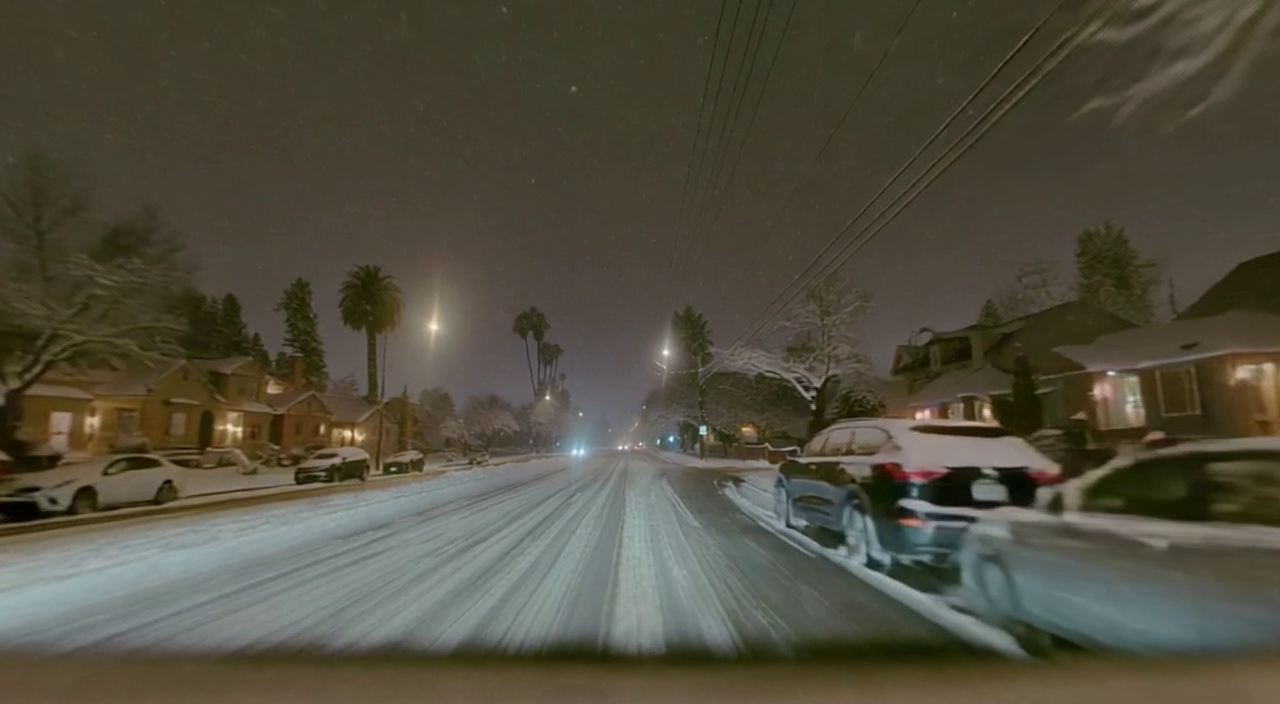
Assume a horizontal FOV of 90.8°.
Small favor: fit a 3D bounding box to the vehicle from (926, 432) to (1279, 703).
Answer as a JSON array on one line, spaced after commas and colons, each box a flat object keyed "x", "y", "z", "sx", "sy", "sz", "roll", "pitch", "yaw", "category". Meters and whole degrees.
[{"x": 3.530, "y": 1.127, "z": 3.131, "sx": 1.911, "sy": 1.416, "sz": 4.720, "roll": 0, "pitch": -9, "yaw": -1, "category": "vehicle"}]

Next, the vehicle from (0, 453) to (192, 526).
[{"x": -13.852, "y": 3.368, "z": 15.997, "sx": 1.916, "sy": 1.459, "sz": 4.222, "roll": -1, "pitch": -8, "yaw": 0, "category": "vehicle"}]

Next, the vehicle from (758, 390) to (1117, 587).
[{"x": 3.414, "y": 1.728, "z": 8.859, "sx": 2.386, "sy": 1.916, "sz": 5.167, "roll": 0, "pitch": -9, "yaw": -2, "category": "vehicle"}]

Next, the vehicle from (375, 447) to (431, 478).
[{"x": -14.448, "y": 6.732, "z": 38.769, "sx": 1.890, "sy": 1.568, "sz": 4.444, "roll": -2, "pitch": -7, "yaw": -2, "category": "vehicle"}]

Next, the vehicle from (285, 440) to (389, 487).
[{"x": -14.152, "y": 5.210, "z": 30.023, "sx": 2.245, "sy": 1.904, "sz": 5.805, "roll": -1, "pitch": -7, "yaw": -1, "category": "vehicle"}]
